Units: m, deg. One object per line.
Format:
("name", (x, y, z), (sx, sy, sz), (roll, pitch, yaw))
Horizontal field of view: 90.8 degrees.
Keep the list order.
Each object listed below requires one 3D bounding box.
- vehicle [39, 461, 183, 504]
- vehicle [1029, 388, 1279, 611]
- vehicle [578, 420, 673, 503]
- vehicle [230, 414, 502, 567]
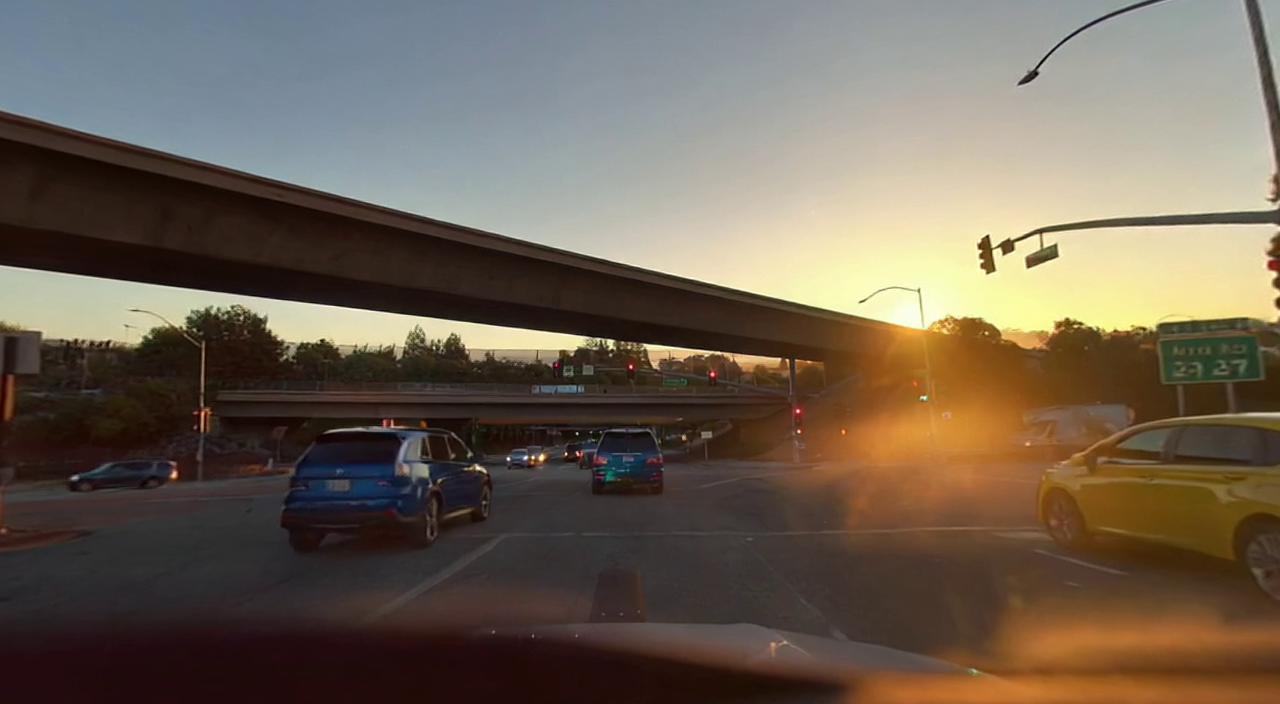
("vehicle", (-23.065, 5.673, 27.896), (2.044, 1.584, 5.067), (0, -8, -1))
("vehicle", (6.226, 1.343, 6.166), (2.074, 1.785, 4.320), (0, -8, 0))
("vehicle", (-0.426, 3.067, 18.124), (2.342, 2.026, 4.642), (0, -8, -2))
("vehicle", (-3.727, 1.968, 9.787), (2.060, 1.768, 4.681), (0, -8, 1))
